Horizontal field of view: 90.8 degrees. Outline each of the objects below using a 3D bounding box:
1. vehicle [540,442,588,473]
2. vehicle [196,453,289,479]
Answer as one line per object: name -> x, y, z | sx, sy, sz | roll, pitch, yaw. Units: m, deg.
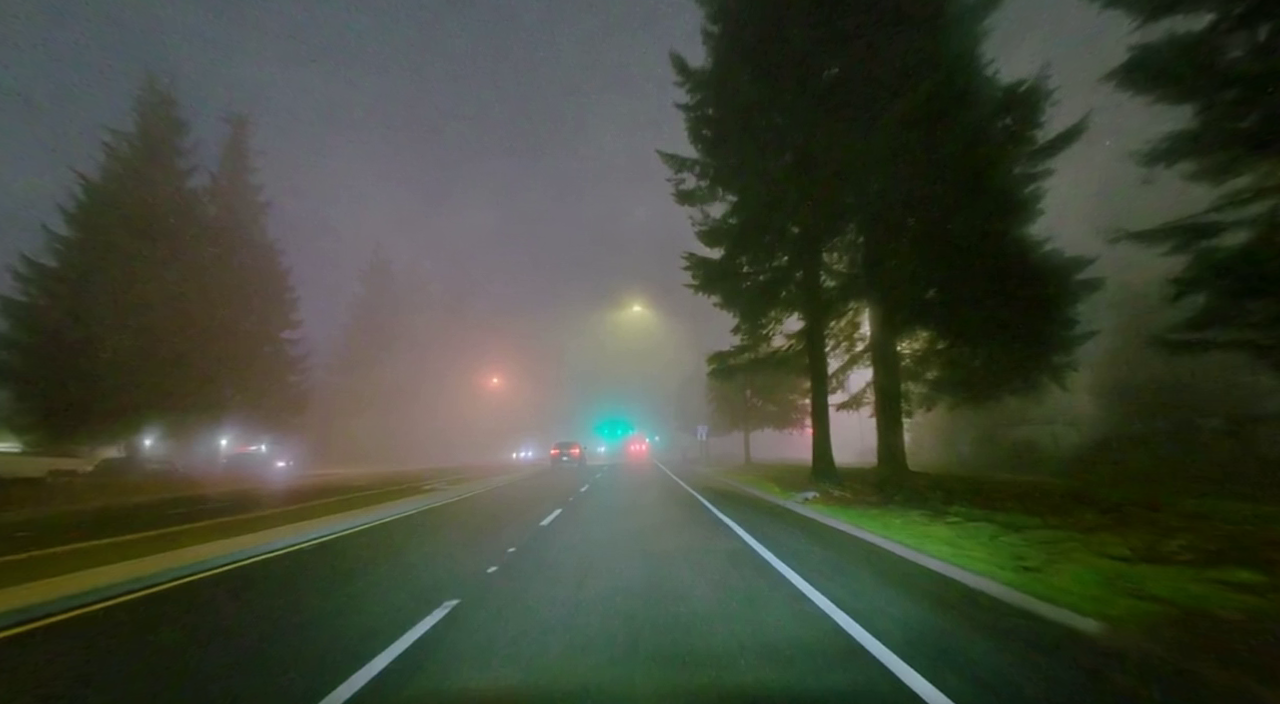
vehicle -> -3.811, 5.388, 32.524 | 1.992, 1.447, 4.044 | 0, -8, 0
vehicle -> -24.799, 7.111, 39.565 | 4.454, 1.524, 1.859 | 2, -8, -11
